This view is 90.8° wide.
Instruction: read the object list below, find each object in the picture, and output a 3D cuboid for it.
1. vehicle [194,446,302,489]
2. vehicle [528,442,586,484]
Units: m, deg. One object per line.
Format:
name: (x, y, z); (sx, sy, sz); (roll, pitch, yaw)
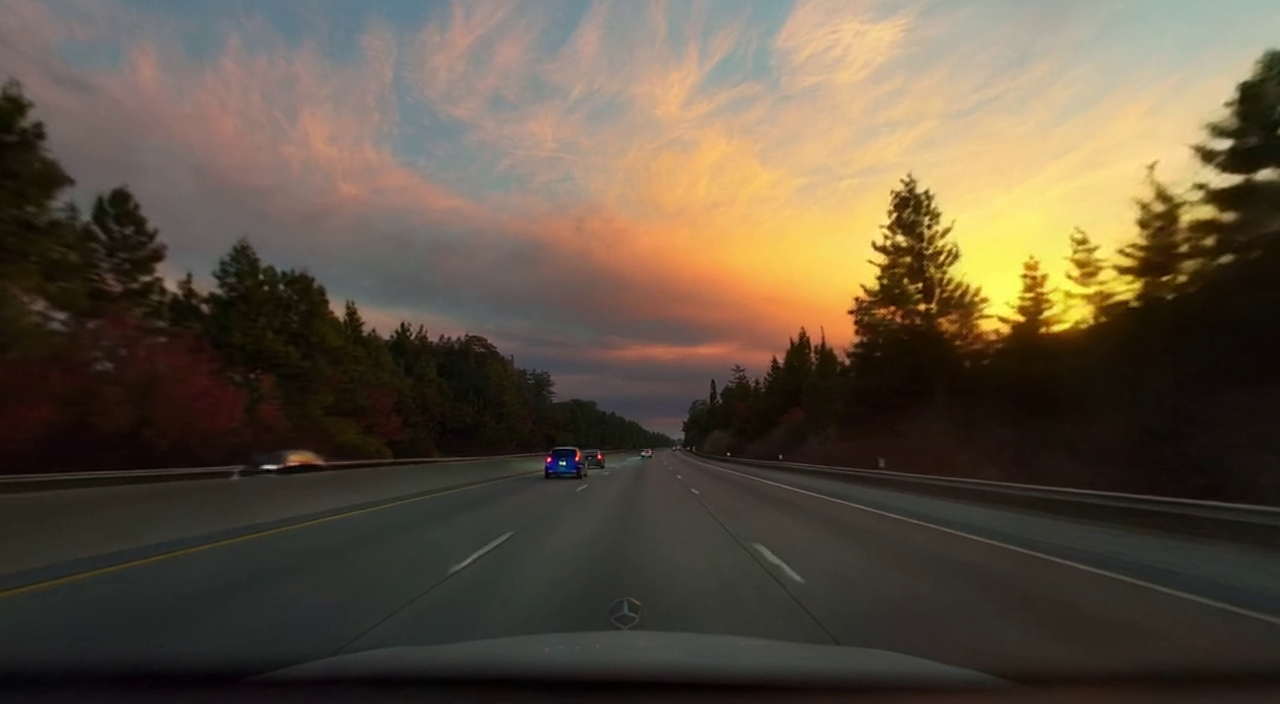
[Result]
vehicle: (-17.095, 5.037, 27.808); (2.020, 1.743, 4.226); (0, -9, 0)
vehicle: (-3.383, 4.615, 26.465); (1.846, 1.600, 4.108); (0, -9, 1)
